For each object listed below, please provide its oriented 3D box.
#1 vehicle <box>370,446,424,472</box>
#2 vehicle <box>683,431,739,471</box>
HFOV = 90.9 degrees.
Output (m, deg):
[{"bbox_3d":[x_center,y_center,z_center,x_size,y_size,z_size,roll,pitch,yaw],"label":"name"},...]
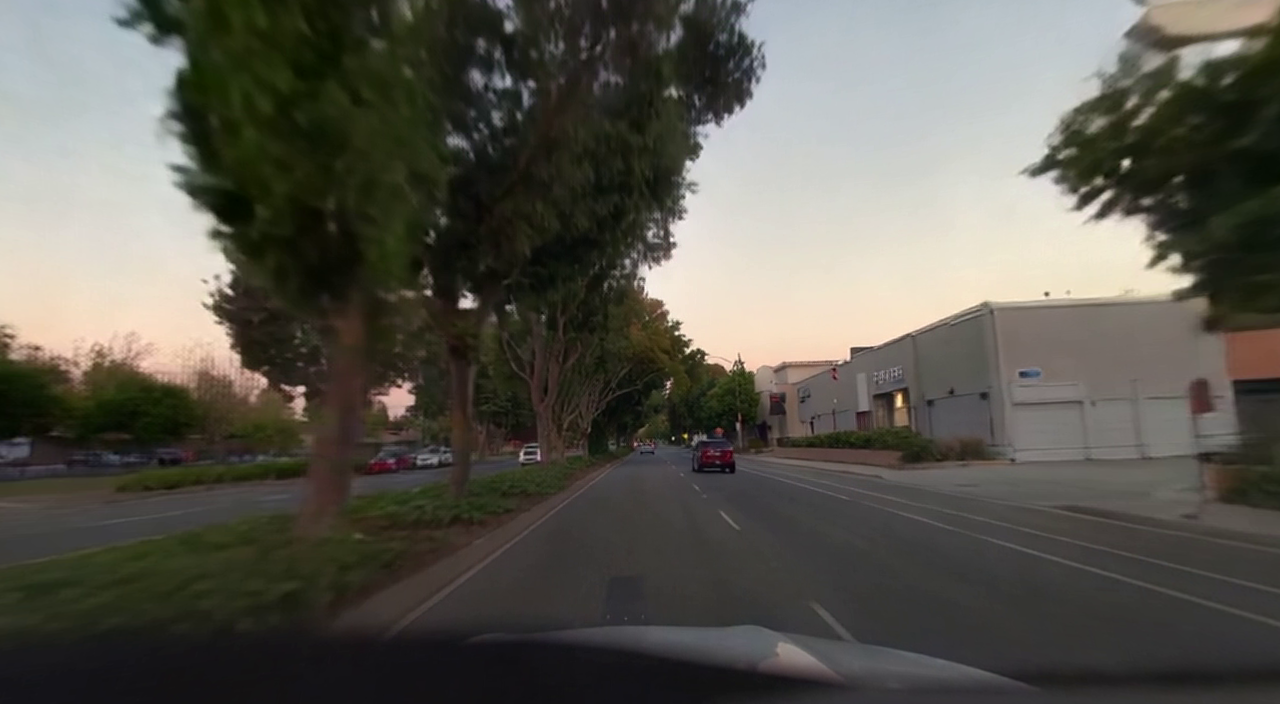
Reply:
[{"bbox_3d":[-16.201,7.148,42.315,1.848,1.641,4.644,0,-8,-1],"label":"vehicle"},{"bbox_3d":[3.367,4.793,30.645,2.143,1.759,4.378,0,-8,-1],"label":"vehicle"}]
